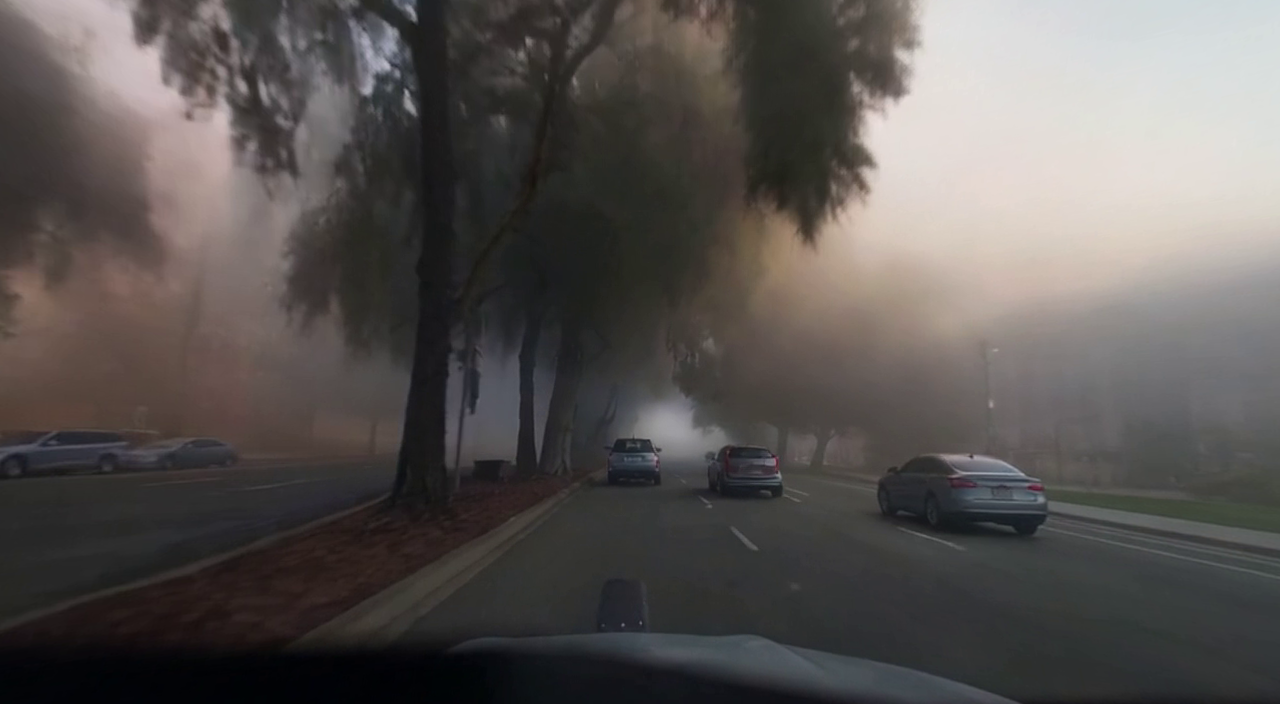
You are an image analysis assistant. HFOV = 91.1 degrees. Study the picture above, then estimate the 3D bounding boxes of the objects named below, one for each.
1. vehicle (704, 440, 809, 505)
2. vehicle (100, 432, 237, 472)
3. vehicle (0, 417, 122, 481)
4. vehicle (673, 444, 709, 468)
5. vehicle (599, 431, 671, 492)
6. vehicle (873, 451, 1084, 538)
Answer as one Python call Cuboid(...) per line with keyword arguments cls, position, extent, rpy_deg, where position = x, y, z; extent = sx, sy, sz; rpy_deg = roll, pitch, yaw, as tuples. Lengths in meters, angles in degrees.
Cuboid(cls="vehicle", position=(2.960, 3.162, 16.913), extent=(1.932, 1.510, 4.168), rpy_deg=(0, -8, -1))
Cuboid(cls="vehicle", position=(-18.950, 4.043, 25.600), extent=(1.851, 1.477, 4.891), rpy_deg=(0, -8, -1))
Cuboid(cls="vehicle", position=(-19.089, 2.993, 19.399), extent=(1.903, 1.768, 4.985), rpy_deg=(0, -8, 0))
Cuboid(cls="vehicle", position=(3.363, 6.938, 42.070), extent=(2.012, 1.462, 4.163), rpy_deg=(0, -8, -1))
Cuboid(cls="vehicle", position=(-0.146, 3.388, 19.726), extent=(2.008, 1.674, 4.239), rpy_deg=(0, -8, 0))
Cuboid(cls="vehicle", position=(6.708, 2.825, 13.120), extent=(1.944, 1.458, 4.268), rpy_deg=(0, -8, -1))
